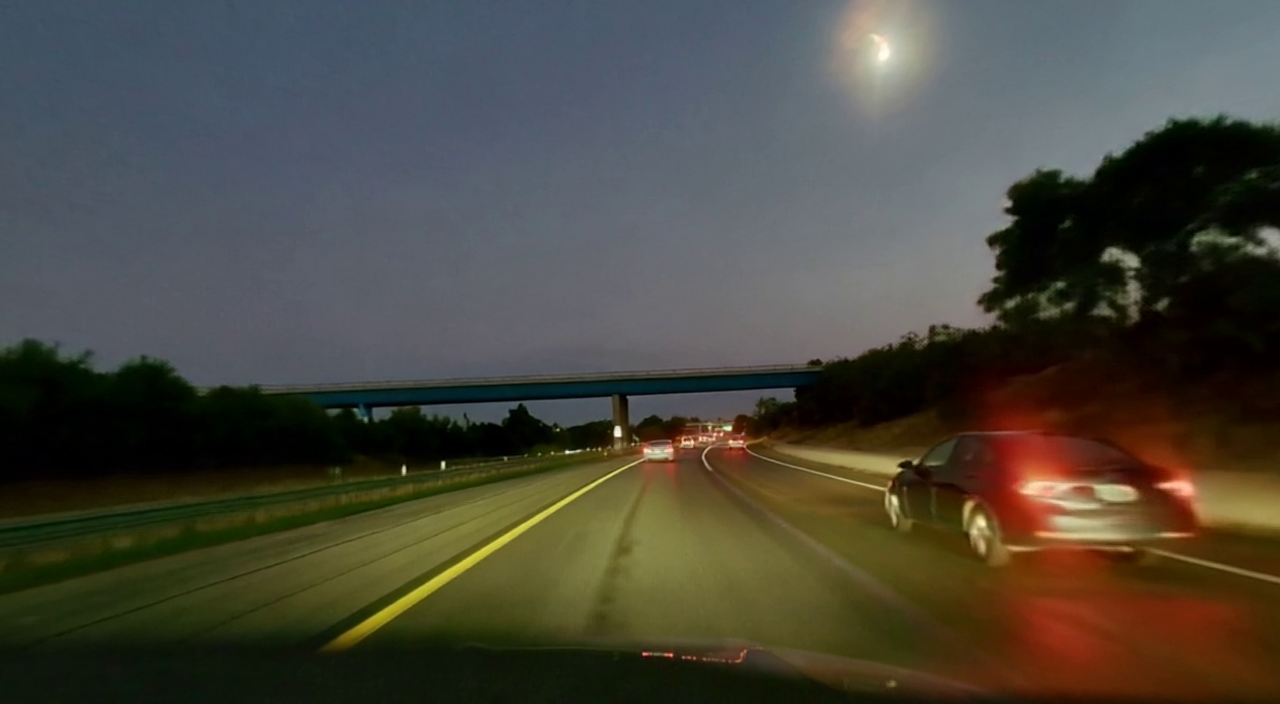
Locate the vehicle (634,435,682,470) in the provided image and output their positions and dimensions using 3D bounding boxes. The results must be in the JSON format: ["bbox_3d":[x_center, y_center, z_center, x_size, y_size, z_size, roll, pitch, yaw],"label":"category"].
[{"bbox_3d":[0.840,4.474,28.208,1.993,1.461,3.812,-1,-8,3],"label":"vehicle"}]

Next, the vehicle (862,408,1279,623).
[{"bbox_3d":[4.216,1.474,6.712,2.163,1.489,4.470,0,-8,2],"label":"vehicle"}]
